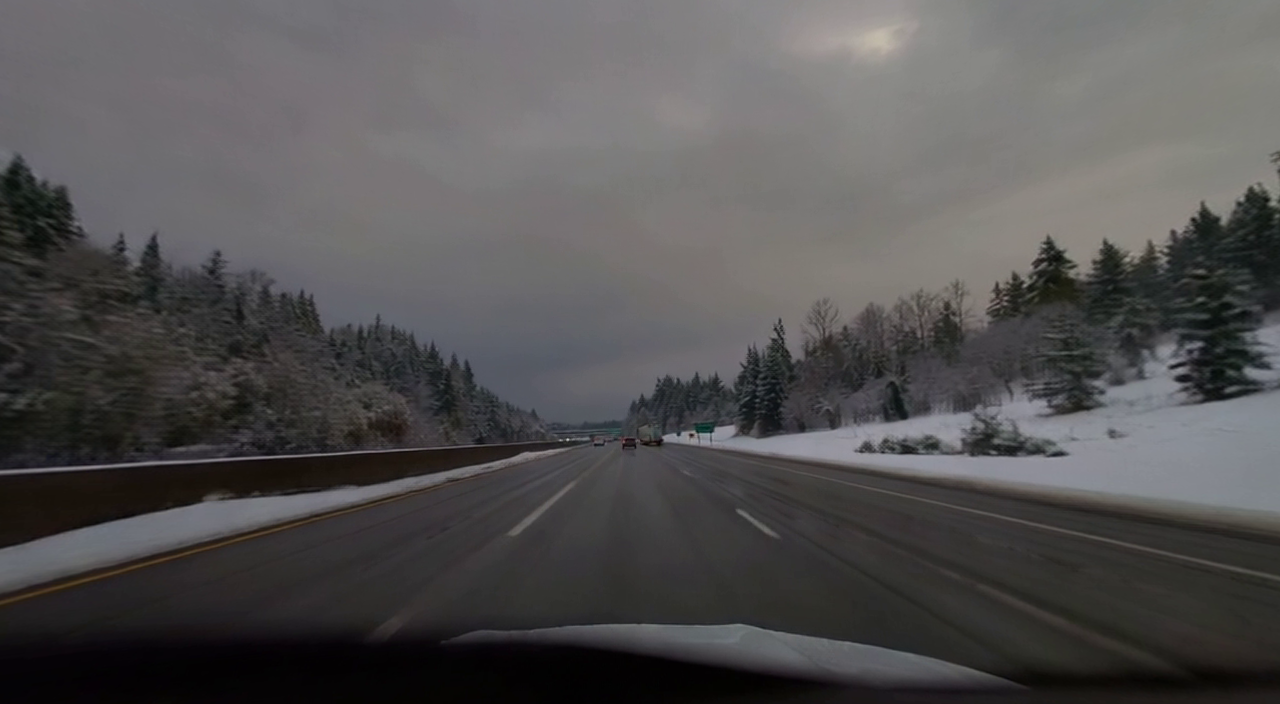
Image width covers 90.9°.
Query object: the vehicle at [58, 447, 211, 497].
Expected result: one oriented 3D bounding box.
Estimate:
[{"bbox_3d":[-15.414,3.624,19.469,1.975,1.340,3.358,0,-8,-2],"label":"vehicle"}]
